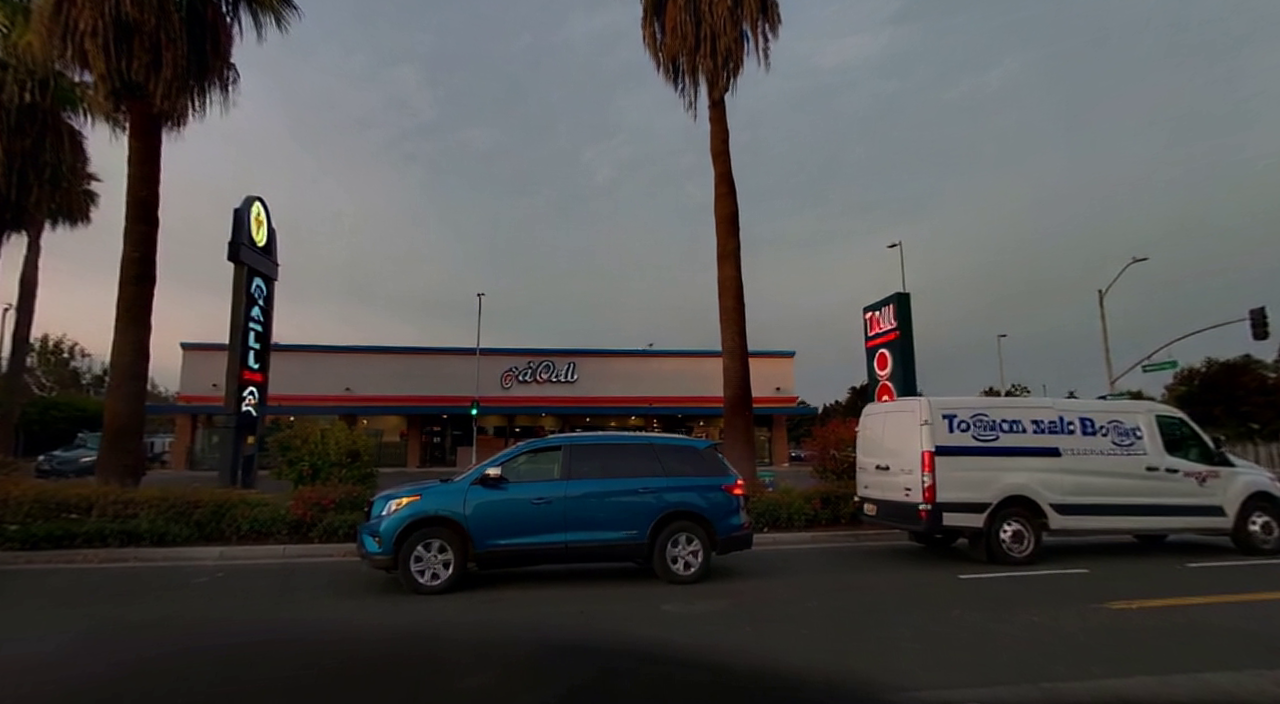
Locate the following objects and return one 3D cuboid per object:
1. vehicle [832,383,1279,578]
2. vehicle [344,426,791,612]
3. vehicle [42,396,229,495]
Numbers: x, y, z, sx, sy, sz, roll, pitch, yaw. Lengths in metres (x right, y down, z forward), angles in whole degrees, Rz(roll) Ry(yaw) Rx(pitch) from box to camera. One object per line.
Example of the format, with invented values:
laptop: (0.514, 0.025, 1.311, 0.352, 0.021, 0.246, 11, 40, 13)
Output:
vehicle: (6.229, 1.680, 8.943, 6.246, 2.202, 2.277, 1, -9, -10)
vehicle: (-0.792, 1.799, 7.538, 4.493, 1.728, 2.137, 1, -9, -11)
vehicle: (-22.789, 4.337, 29.344, 3.034, 3.929, 7.699, 1, -9, -8)
